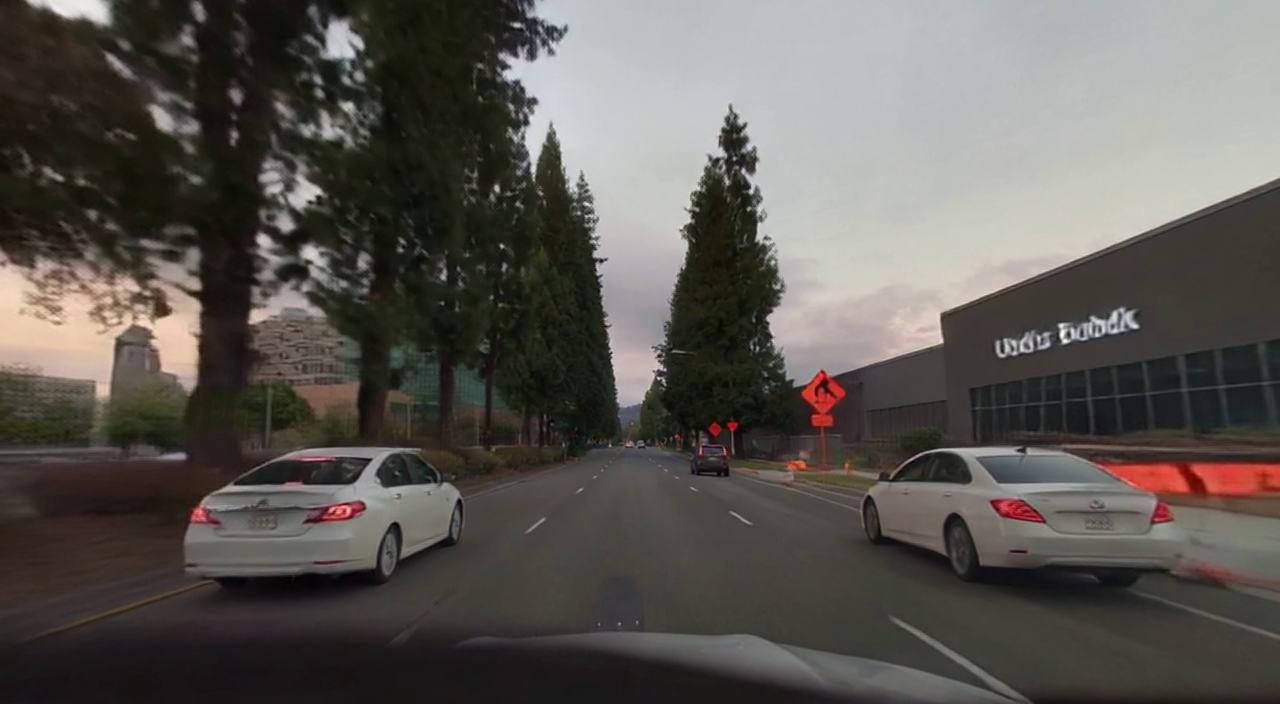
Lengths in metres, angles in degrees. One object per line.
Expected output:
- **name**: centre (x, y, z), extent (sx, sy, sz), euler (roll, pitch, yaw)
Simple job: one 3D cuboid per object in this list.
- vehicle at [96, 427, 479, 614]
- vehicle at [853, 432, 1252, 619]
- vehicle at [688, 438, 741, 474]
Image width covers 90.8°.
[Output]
- **vehicle**: centre (-3.350, 1.664, 7.178), extent (2.020, 1.474, 4.098), euler (0, -9, -1)
- **vehicle**: centre (3.993, 1.689, 7.049), extent (1.827, 1.491, 3.743), euler (0, -9, -1)
- **vehicle**: centre (3.893, 5.534, 33.835), extent (2.159, 1.793, 4.735), euler (0, -9, -2)
